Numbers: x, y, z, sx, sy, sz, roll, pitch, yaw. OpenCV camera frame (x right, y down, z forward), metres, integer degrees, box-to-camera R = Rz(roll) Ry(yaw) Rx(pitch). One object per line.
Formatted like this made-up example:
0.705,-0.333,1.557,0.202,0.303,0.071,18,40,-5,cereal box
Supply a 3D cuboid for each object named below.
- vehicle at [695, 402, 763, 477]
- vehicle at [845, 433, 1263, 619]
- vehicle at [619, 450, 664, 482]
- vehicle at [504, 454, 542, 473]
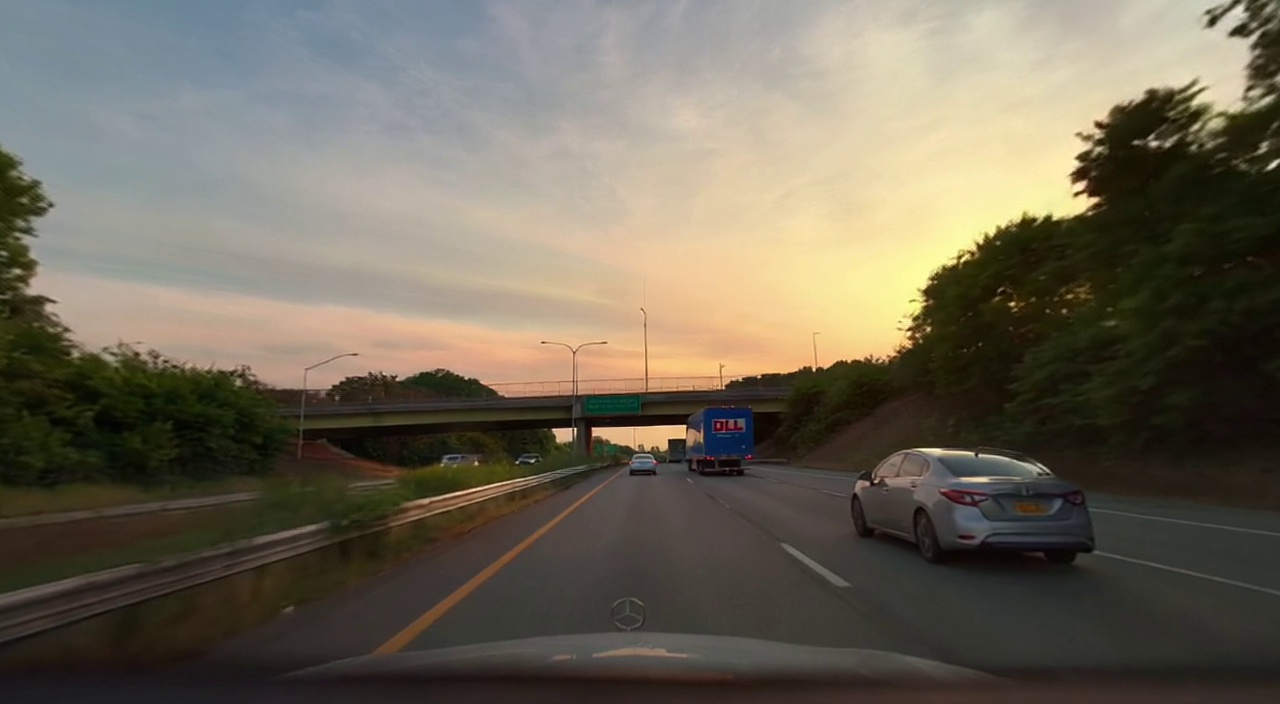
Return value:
5.069,5.271,37.693,2.838,3.985,8.010,0,-9,0,vehicle
3.986,1.709,7.156,1.894,1.452,4.164,0,-9,0,vehicle
0.064,5.494,30.708,2.055,1.445,3.661,0,-9,0,vehicle
-9.187,8.751,49.689,1.937,1.415,4.356,-1,-9,4,vehicle
